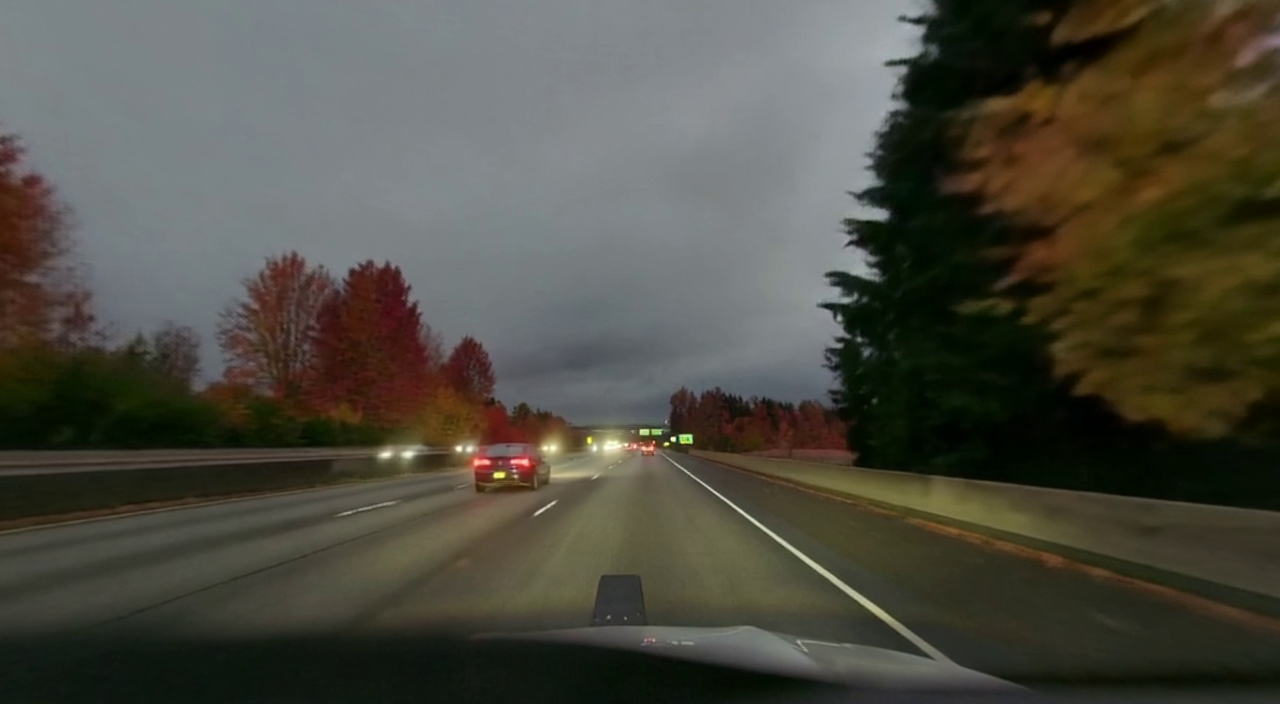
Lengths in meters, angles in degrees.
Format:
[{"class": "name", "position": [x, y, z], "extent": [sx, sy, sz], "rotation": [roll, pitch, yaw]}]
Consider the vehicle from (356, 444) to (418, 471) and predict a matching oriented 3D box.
[{"class": "vehicle", "position": [-15.626, 6.525, 39.096], "extent": [1.917, 1.537, 4.491], "rotation": [0, -8, 0]}]

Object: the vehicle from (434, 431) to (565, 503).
[{"class": "vehicle", "position": [-3.391, 2.876, 16.286], "extent": [2.061, 1.572, 4.814], "rotation": [0, -8, 3]}]
